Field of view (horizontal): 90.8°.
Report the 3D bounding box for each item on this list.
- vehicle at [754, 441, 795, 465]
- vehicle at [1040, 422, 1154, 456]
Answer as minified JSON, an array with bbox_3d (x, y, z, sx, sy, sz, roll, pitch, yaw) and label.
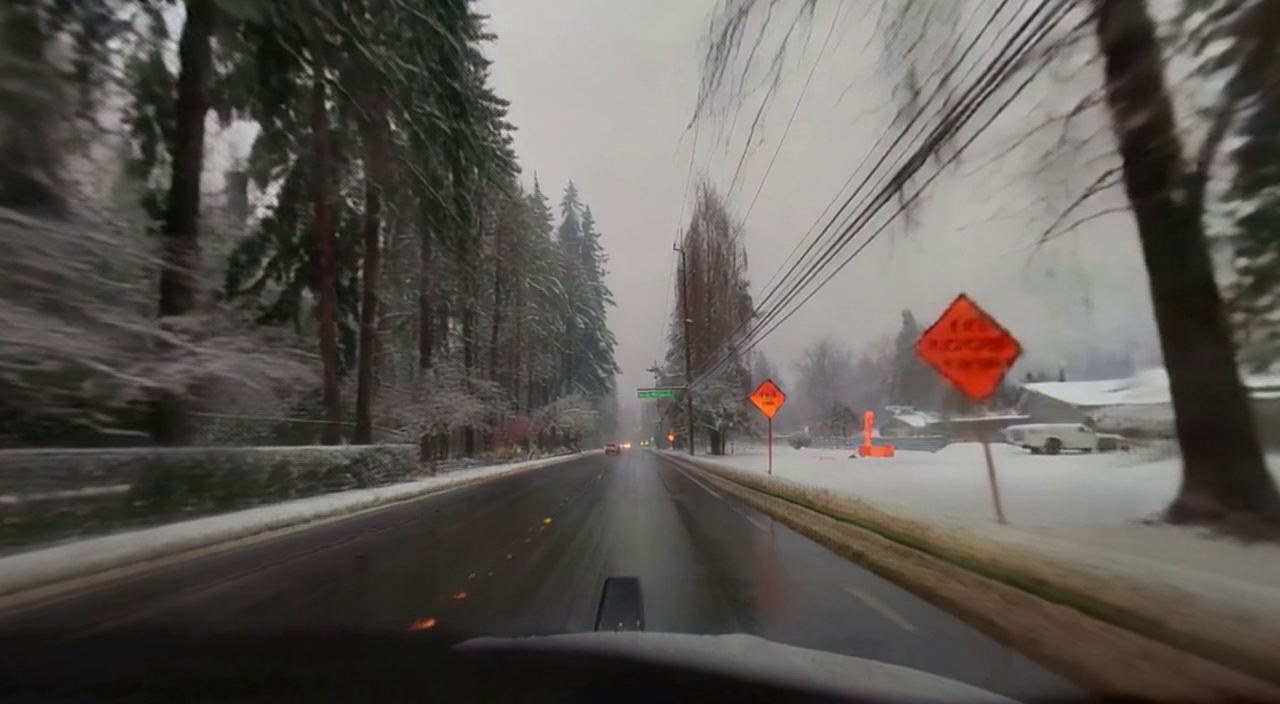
[{"bbox_3d":[8.500,6.358,40.127,1.733,1.449,3.764,0,-8,-1],"label":"vehicle"},{"bbox_3d":[25.502,4.871,35.400,4.601,1.801,2.122,0,-8,2],"label":"vehicle"}]
